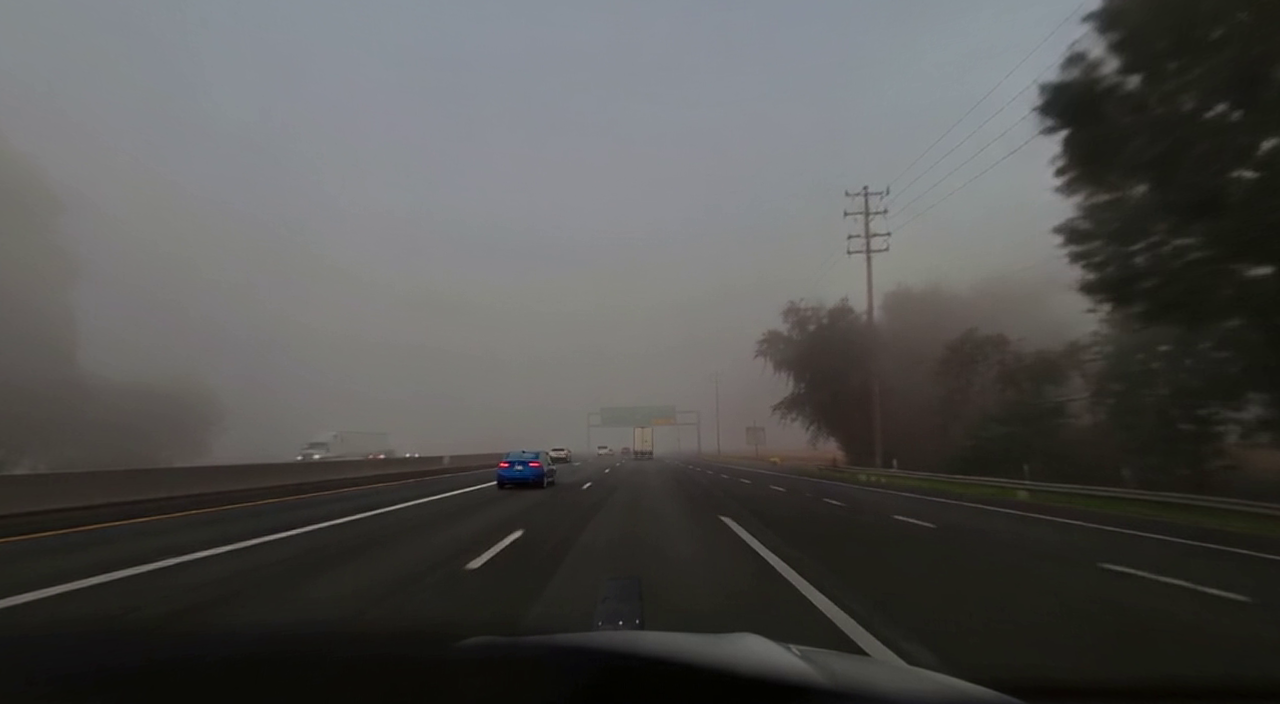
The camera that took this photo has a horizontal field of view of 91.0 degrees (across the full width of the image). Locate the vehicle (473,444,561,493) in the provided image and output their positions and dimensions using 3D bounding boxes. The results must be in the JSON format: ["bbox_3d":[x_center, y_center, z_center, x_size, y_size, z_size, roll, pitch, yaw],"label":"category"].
[{"bbox_3d":[-4.154,4.013,22.041,2.104,1.501,4.459,0,-9,1],"label":"vehicle"}]
